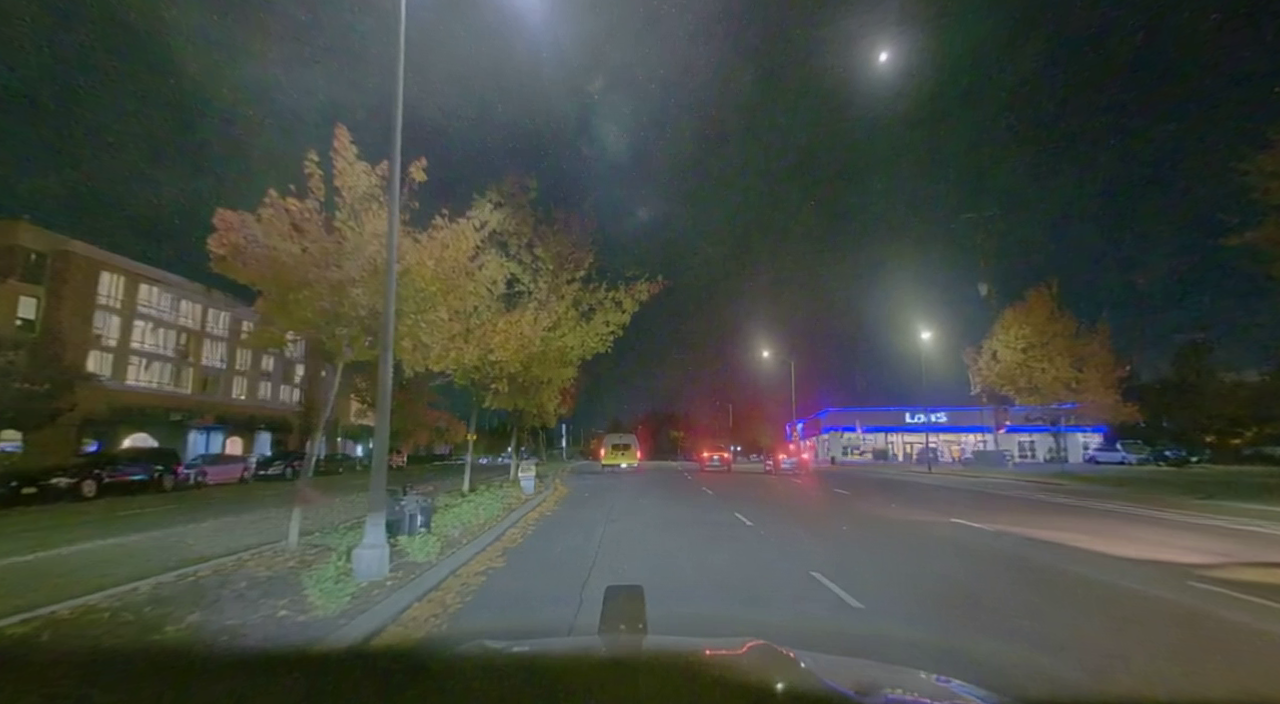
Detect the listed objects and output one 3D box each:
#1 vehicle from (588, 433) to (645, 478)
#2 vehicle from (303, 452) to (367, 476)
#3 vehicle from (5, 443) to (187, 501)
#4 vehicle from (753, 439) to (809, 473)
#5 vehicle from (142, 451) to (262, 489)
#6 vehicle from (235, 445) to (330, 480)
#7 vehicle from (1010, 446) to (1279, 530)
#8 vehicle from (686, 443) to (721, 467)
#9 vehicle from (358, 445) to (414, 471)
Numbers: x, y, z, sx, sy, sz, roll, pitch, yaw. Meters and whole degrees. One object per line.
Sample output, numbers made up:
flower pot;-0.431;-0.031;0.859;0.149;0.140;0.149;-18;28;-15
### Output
vehicle;-1.143;4.607;28.356;2.344;1.863;4.665;1;-8;-5
vehicle;-18.772;6.899;38.983;1.737;1.349;4.014;0;-8;3
vehicle;-19.018;4.172;22.460;2.160;1.801;4.860;0;-8;-1
vehicle;7.710;5.721;34.984;2.040;1.738;4.414;0;-8;0
vehicle;-19.110;5.143;27.828;1.985;1.463;4.603;0;-8;0
vehicle;-18.993;5.873;33.818;2.137;1.723;4.850;0;-8;2
vehicle;10.556;2.795;13.714;2.092;1.473;4.813;0;-8;0
vehicle;4.137;6.826;41.950;1.886;1.464;4.290;0;-8;0
vehicle;-18.684;7.795;46.661;1.914;1.785;5.408;0;-8;0
